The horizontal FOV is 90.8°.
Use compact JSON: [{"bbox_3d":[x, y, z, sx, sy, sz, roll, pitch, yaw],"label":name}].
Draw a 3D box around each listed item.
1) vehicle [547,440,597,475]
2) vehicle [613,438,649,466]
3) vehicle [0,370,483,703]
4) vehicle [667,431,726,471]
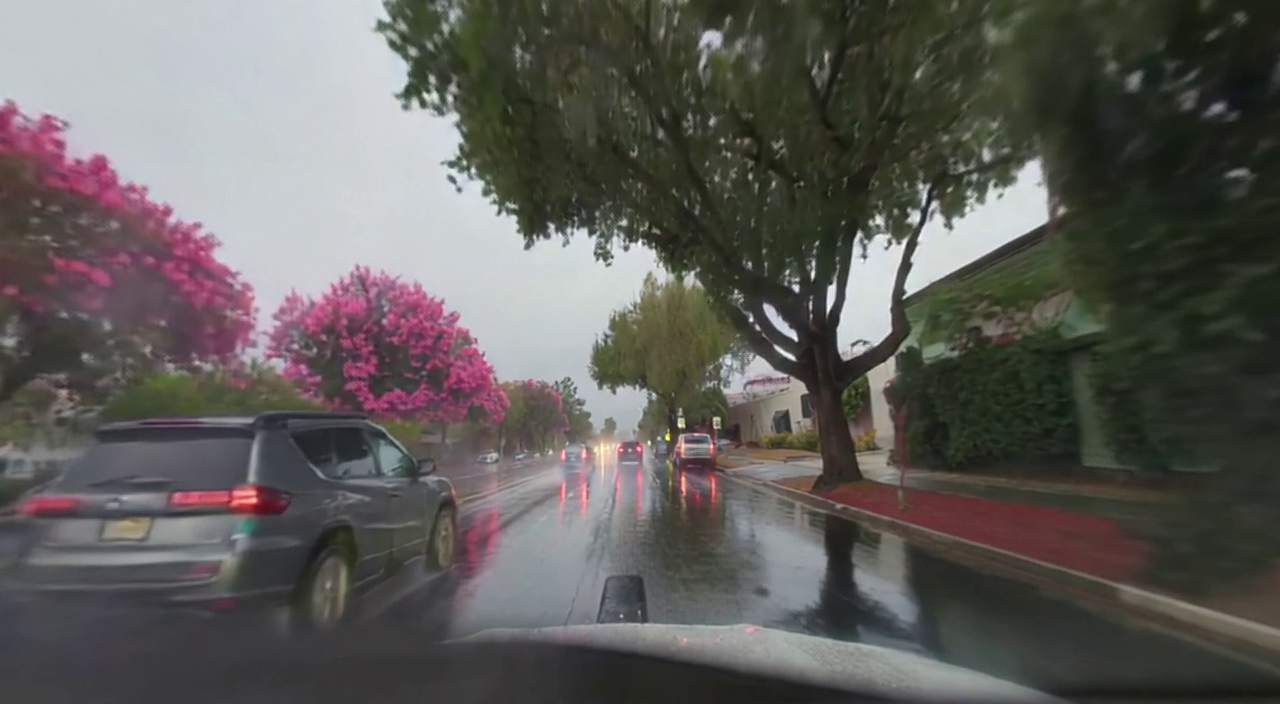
[{"bbox_3d":[-3.398,5.411,32.523,2.167,1.634,4.220,0,-9,-1],"label":"vehicle"},{"bbox_3d":[-0.615,6.913,43.680,2.376,1.801,4.317,0,-9,-1],"label":"vehicle"},{"bbox_3d":[-3.245,1.347,5.916,2.257,1.751,5.028,0,-9,0],"label":"vehicle"},{"bbox_3d":[3.013,5.478,35.039,2.653,2.058,5.096,0,-9,-1],"label":"vehicle"}]
